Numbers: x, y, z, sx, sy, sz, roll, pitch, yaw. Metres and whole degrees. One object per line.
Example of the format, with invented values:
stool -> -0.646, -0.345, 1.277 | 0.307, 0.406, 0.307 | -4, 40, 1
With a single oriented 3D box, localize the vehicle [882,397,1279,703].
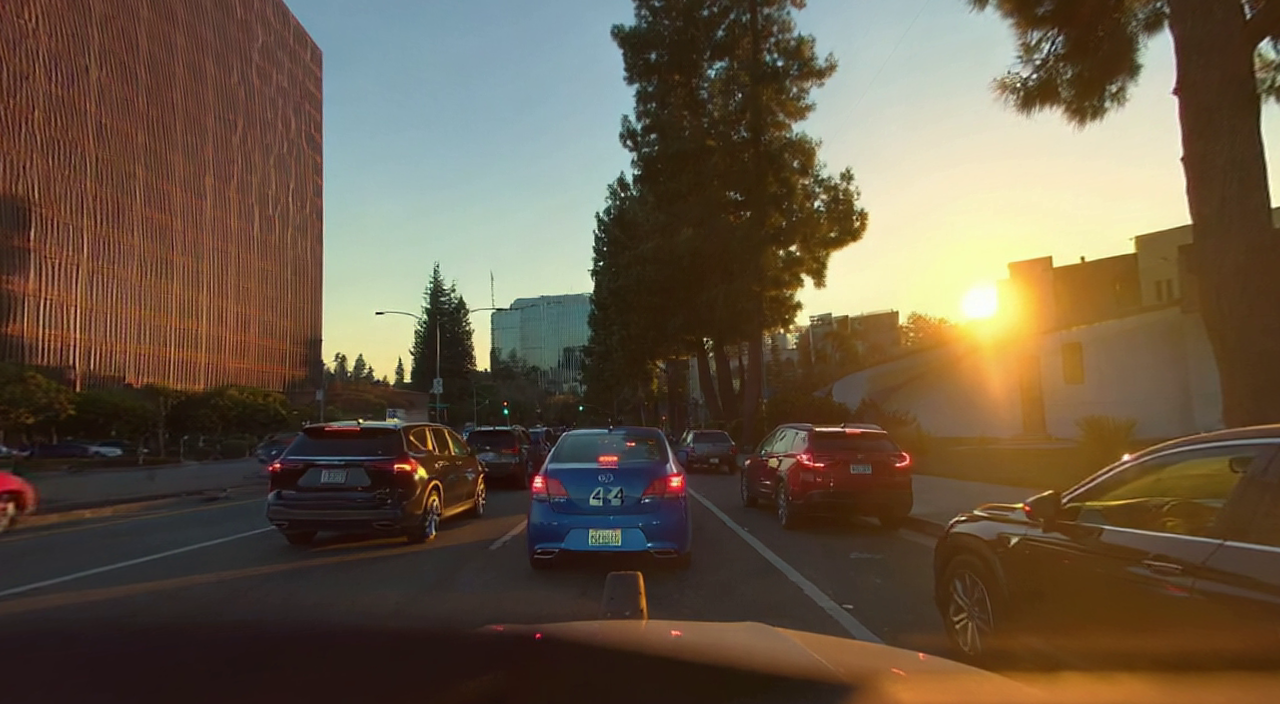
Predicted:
vehicle -> 3.230, 1.071, 3.371 | 2.045, 1.459, 4.462 | 0, -8, -1

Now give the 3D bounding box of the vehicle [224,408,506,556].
vehicle -> -3.767, 1.886, 9.896 | 2.141, 1.718, 4.809 | 0, -8, 1

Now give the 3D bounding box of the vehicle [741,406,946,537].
vehicle -> 3.327, 2.085, 11.545 | 2.117, 1.879, 4.715 | 0, -8, -1

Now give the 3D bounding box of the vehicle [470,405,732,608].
vehicle -> -0.364, 1.584, 7.422 | 2.114, 1.631, 4.459 | 0, -8, -1
